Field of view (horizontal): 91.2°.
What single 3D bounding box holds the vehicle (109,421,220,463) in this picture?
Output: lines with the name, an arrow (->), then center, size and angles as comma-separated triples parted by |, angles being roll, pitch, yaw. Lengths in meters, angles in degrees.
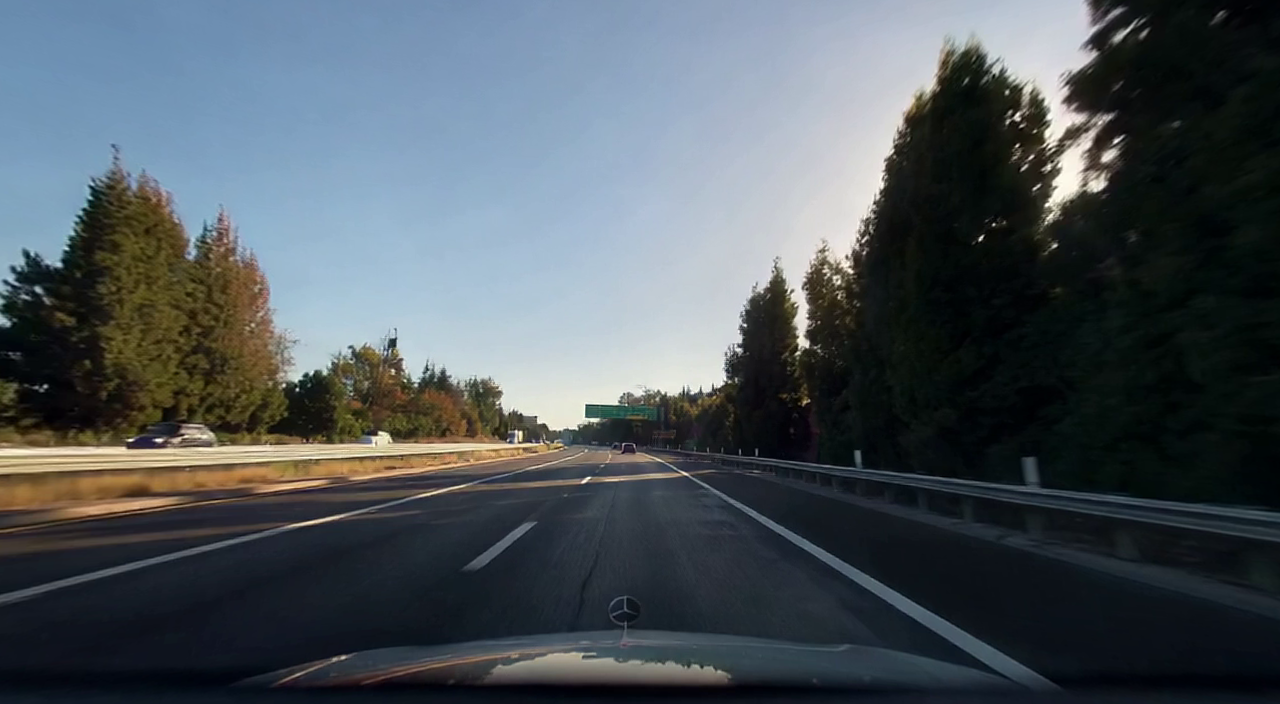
vehicle -> -25.301, 4.836, 33.677 | 2.103, 2.038, 4.875 | 0, -9, 0
